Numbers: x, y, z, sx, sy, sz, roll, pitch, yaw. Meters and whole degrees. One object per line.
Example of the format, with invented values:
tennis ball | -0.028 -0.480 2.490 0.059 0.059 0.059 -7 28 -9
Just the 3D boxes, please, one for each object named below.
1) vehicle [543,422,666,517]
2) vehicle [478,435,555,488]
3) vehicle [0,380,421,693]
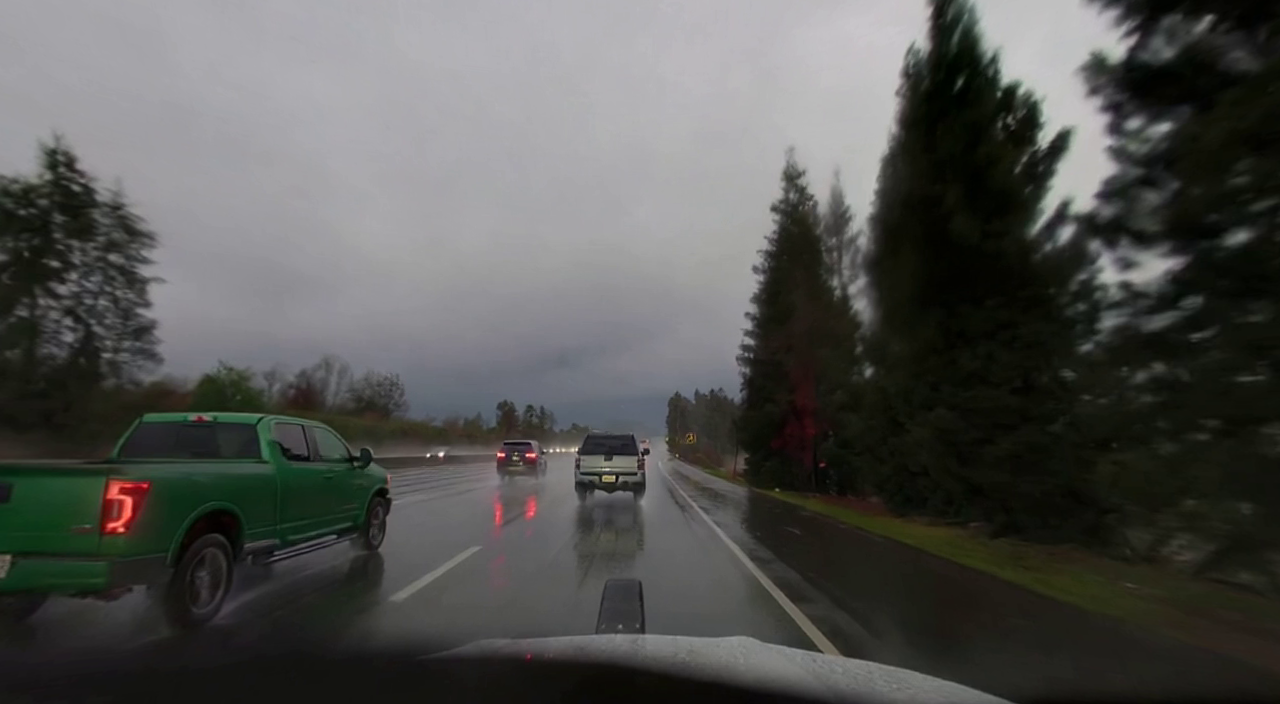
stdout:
vehicle | -0.641 2.522 14.063 2.293 1.753 4.380 0 -8 1
vehicle | -4.464 4.008 23.486 1.991 1.776 4.333 0 -8 0
vehicle | -4.056 1.387 6.114 2.038 1.704 5.181 0 -8 0
